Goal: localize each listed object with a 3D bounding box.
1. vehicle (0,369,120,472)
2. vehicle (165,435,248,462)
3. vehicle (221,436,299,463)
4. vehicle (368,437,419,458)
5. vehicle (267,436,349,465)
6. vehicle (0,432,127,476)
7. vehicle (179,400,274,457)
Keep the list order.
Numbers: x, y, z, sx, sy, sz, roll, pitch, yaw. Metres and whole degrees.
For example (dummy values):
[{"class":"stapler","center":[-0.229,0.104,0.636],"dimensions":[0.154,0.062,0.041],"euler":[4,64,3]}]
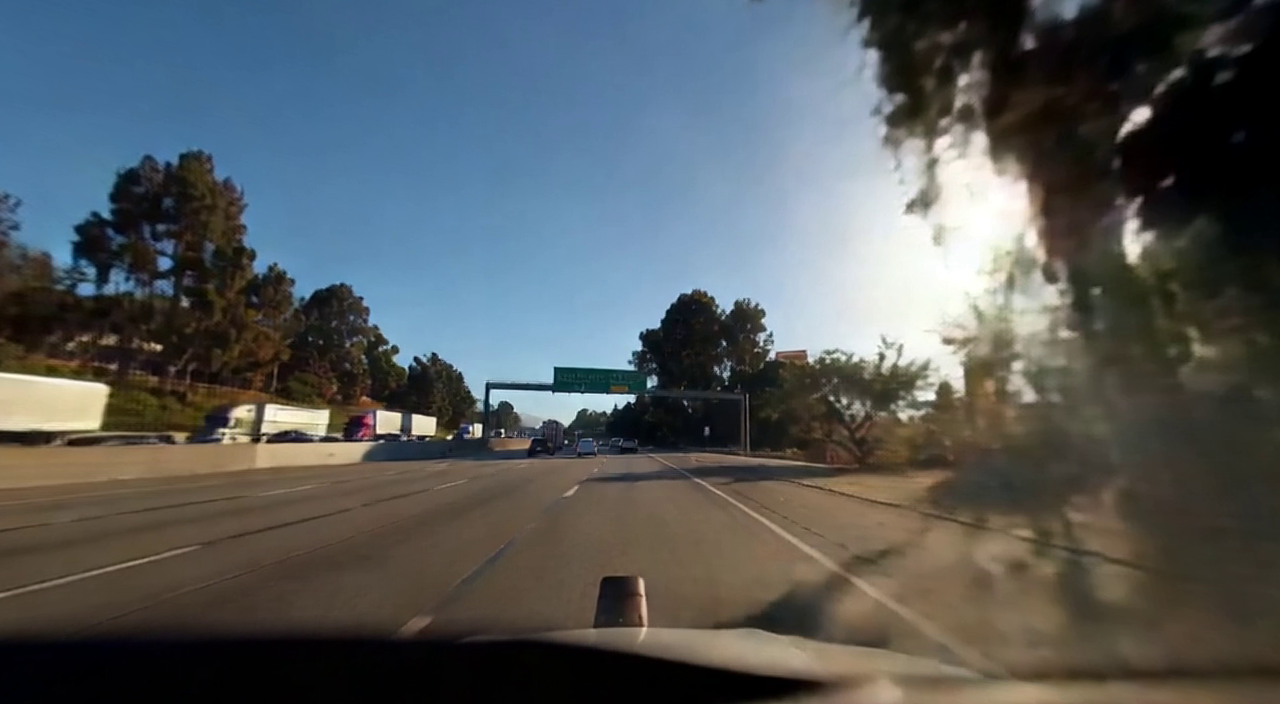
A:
[{"class":"vehicle","center":[-25.348,2.485,22.962],"dimensions":[2.922,3.800,11.932],"euler":[0,-8,-2]},{"class":"vehicle","center":[-25.433,5.665,37.190],"dimensions":[1.816,1.460,4.384],"euler":[0,-8,-1]},{"class":"vehicle","center":[-21.913,5.624,36.615],"dimensions":[1.911,1.446,4.389],"euler":[0,-8,-2]},{"class":"vehicle","center":[-18.534,7.171,47.604],"dimensions":[2.088,1.442,4.286],"euler":[0,-8,-1]},{"class":"vehicle","center":[-17.895,5.320,34.275],"dimensions":[2.083,1.461,4.419],"euler":[0,-8,-1]},{"class":"vehicle","center":[-21.449,3.664,23.021],"dimensions":[1.841,1.459,4.372],"euler":[0,-8,-2]},{"class":"vehicle","center":[-30.224,5.659,46.405],"dimensions":[2.983,3.944,5.866],"euler":[0,-8,-2]}]
